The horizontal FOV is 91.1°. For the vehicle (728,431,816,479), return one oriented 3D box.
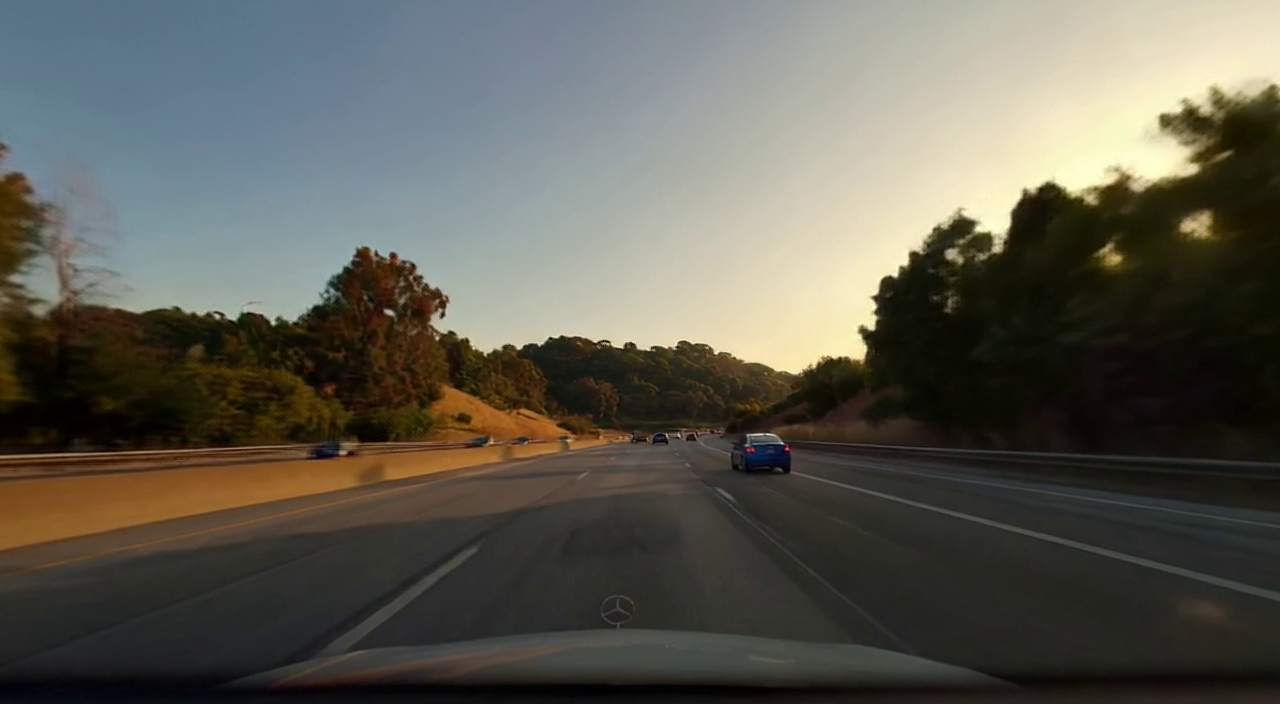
[{"bbox_3d":[4.312,3.430,21.308,1.982,1.452,4.294,0,-8,-1],"label":"vehicle"}]

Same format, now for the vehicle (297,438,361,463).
[{"bbox_3d":[-19.631,6.192,39.850,1.882,1.495,4.059,0,-8,2],"label":"vehicle"}]
